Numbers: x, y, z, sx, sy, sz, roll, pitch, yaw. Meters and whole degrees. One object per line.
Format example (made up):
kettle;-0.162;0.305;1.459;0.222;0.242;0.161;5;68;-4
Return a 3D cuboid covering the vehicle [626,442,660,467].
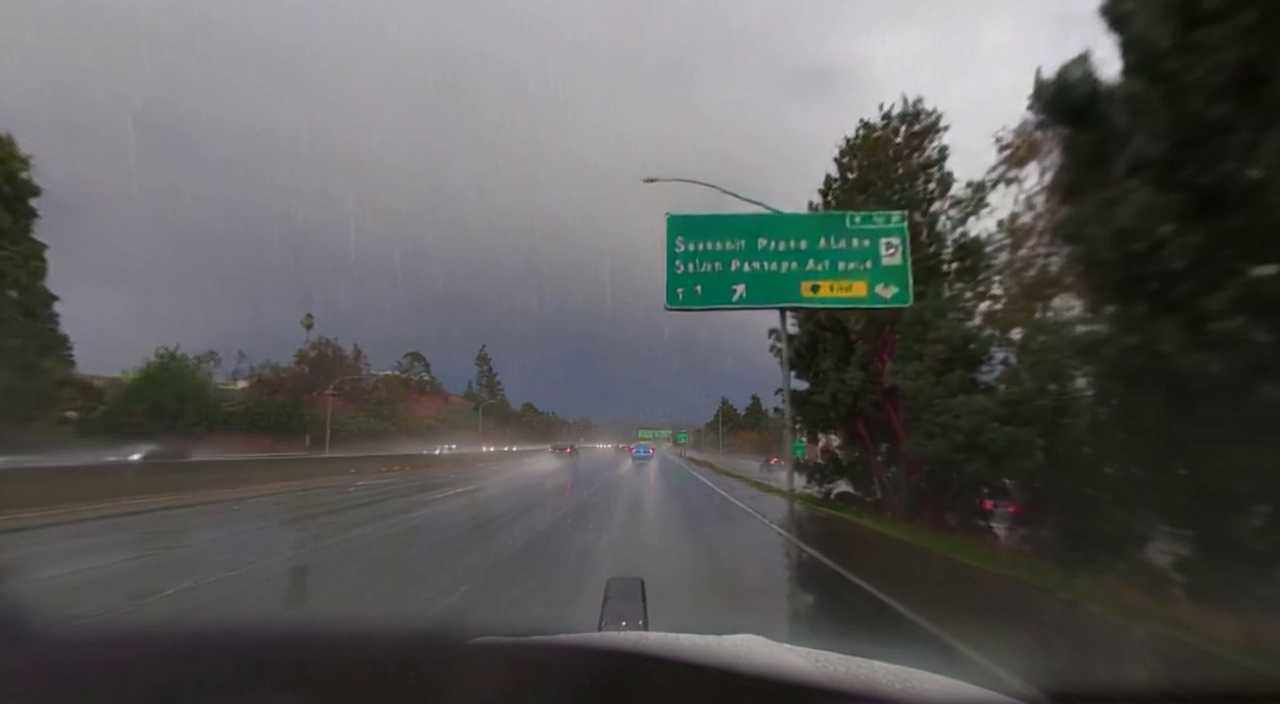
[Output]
vehicle;0.211;6.401;39.565;2.051;1.443;3.770;0;-8;1

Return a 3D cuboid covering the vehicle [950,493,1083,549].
vehicle;18.379;8.264;31.300;2.599;1.962;5.759;1;-8;-6

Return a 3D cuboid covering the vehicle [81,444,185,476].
vehicle;-26.692;5.654;33.398;1.907;1.561;4.287;0;-8;1
